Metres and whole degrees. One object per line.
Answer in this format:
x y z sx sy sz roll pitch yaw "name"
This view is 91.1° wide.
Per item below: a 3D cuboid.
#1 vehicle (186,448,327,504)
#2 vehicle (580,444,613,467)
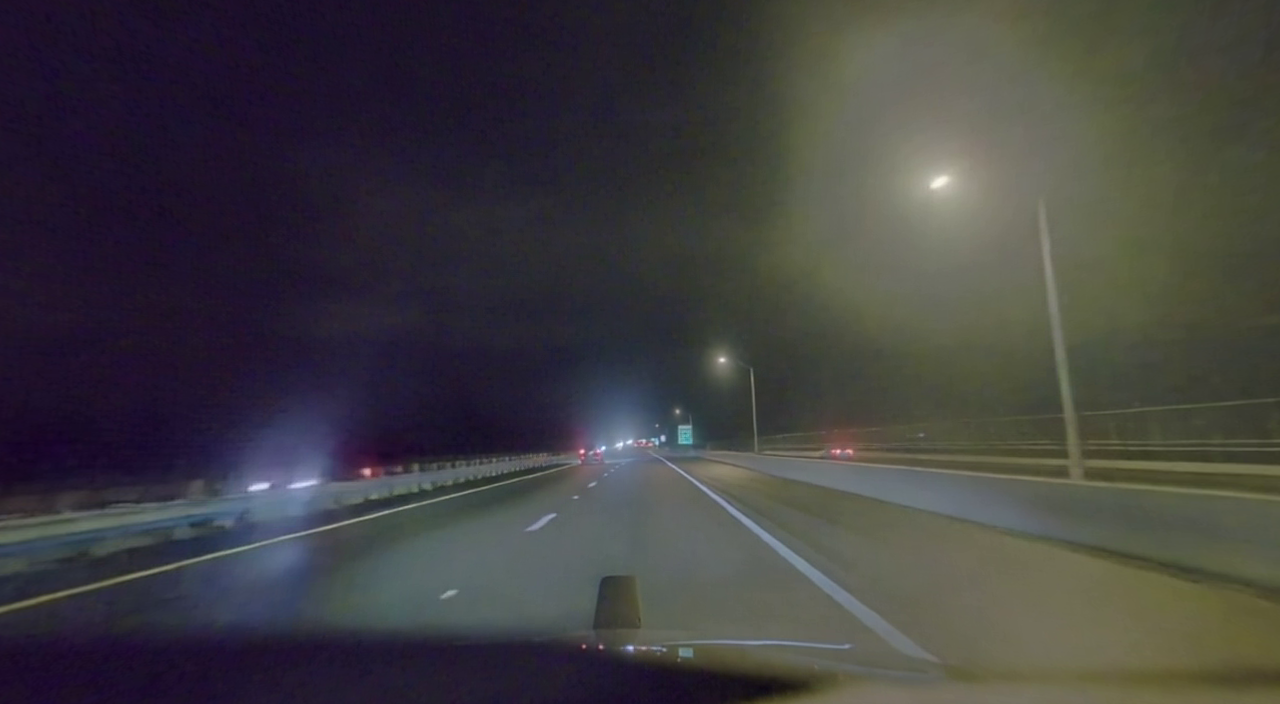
-12.603 4.081 21.077 1.937 1.655 4.304 0 -9 1 "vehicle"
-3.275 7.888 48.077 2.139 1.577 4.546 -2 -9 1 "vehicle"
